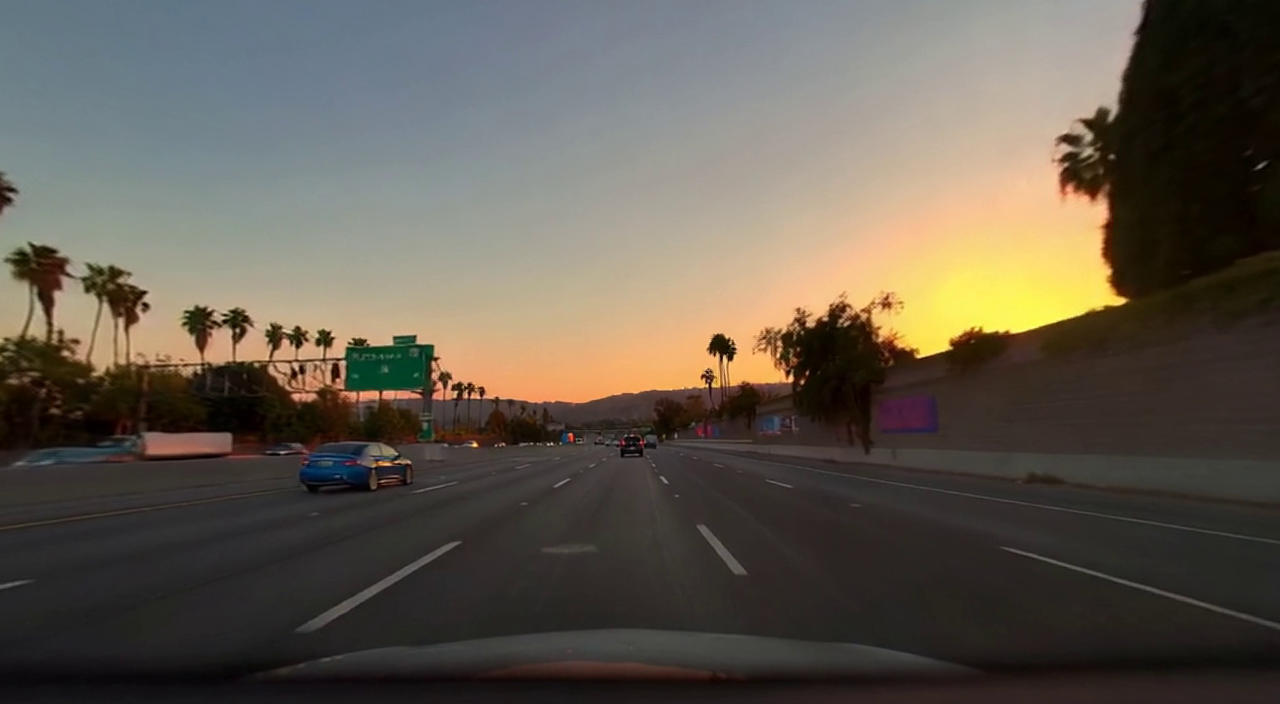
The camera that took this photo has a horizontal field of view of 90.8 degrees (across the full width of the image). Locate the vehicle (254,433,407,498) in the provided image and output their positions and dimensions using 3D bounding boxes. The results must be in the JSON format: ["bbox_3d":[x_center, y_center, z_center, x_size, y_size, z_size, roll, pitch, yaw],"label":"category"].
[{"bbox_3d":[-8.331,3.083,17.563,1.971,1.552,4.465,0,-8,0],"label":"vehicle"}]
